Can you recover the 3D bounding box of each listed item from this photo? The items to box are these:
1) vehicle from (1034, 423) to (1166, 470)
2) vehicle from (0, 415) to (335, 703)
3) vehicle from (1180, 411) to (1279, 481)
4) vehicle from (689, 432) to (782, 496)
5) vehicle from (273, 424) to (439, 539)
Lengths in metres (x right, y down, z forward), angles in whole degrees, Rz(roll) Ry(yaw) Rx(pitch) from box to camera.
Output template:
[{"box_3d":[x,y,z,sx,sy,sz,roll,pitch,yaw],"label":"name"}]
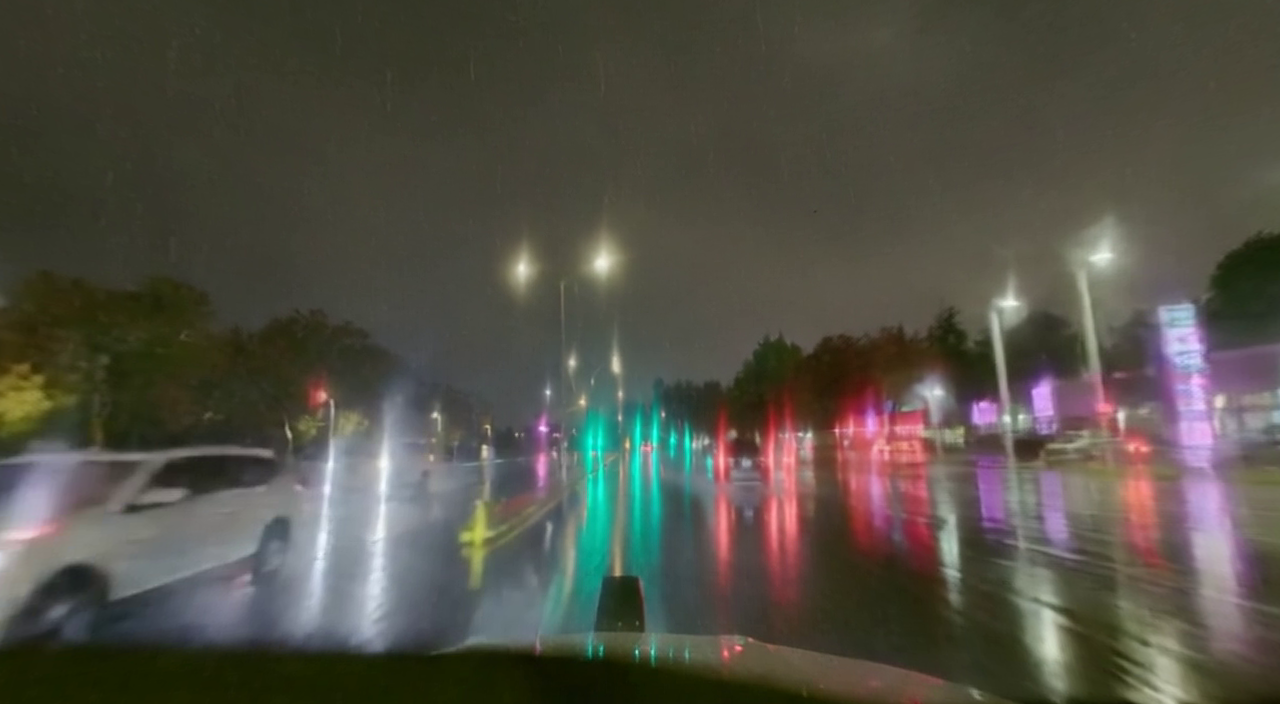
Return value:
[{"box_3d":[17.559,3.591,24.122,4.591,1.645,1.914,4,-9,-24],"label":"vehicle"},{"box_3d":[-4.198,1.406,5.080,1.905,1.471,4.302,-1,-9,-8],"label":"vehicle"},{"box_3d":[17.346,2.564,17.370,4.504,1.690,2.179,3,-11,-30],"label":"vehicle"},{"box_3d":[2.708,3.296,18.997,1.963,1.677,4.229,0,-9,-2],"label":"vehicle"},{"box_3d":[-5.117,2.372,12.145,2.134,1.660,4.625,0,-9,-14],"label":"vehicle"}]
